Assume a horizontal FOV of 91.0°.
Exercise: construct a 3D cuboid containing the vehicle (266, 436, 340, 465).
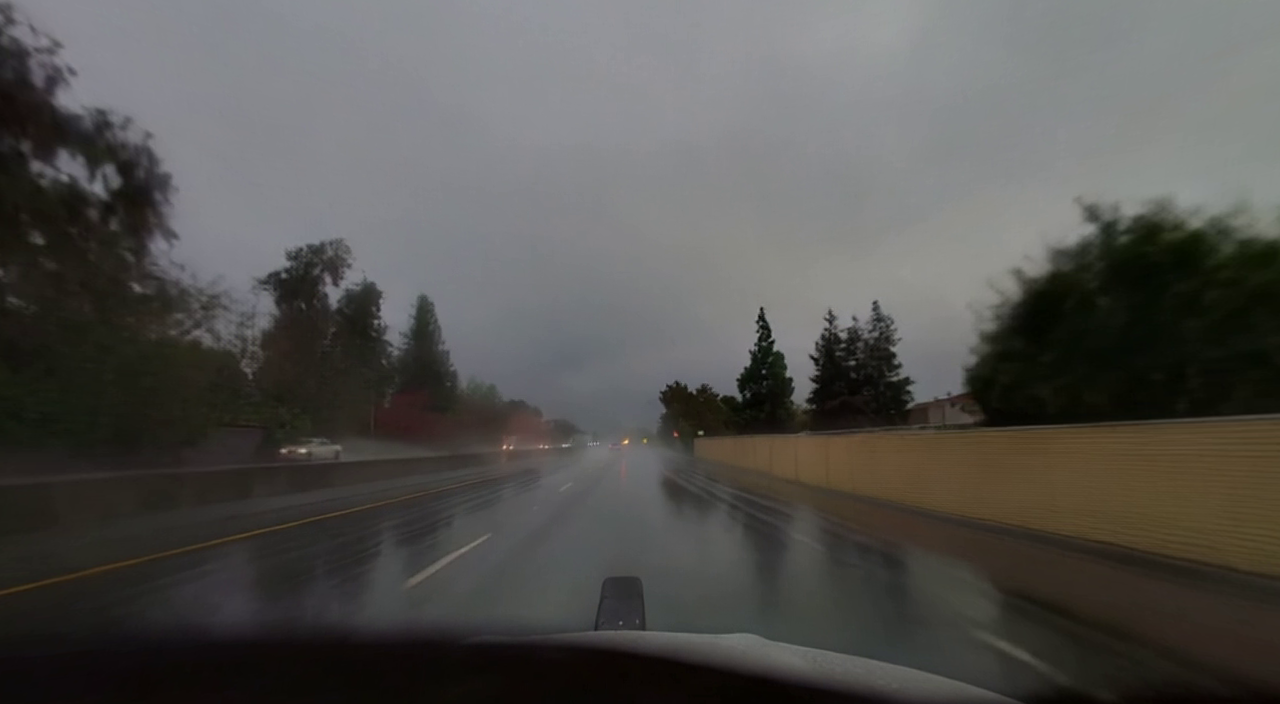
[{"bbox_3d":[-25.604,7.504,48.197,2.319,2.056,5.913,0,-8,0],"label":"vehicle"}]
